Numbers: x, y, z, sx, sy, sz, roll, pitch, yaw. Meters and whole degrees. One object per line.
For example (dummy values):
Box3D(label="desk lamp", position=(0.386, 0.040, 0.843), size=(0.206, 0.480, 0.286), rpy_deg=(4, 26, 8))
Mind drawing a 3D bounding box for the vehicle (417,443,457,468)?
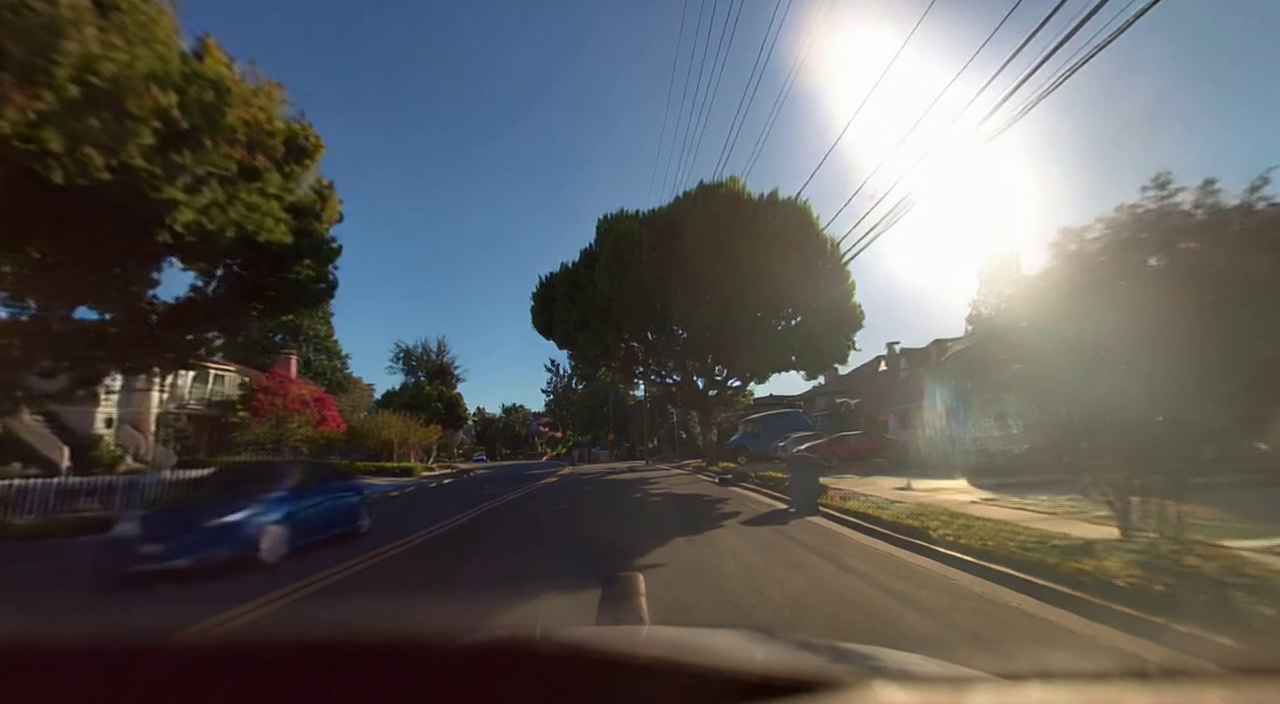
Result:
Box3D(label="vehicle", position=(-13.836, 7.027, 43.126), size=(2.390, 1.431, 4.253), rpy_deg=(2, -7, -17))

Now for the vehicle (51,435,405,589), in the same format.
Box3D(label="vehicle", position=(-4.910, 1.904, 8.499), size=(1.892, 1.501, 4.335), rpy_deg=(0, -8, -1))

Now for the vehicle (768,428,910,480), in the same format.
Box3D(label="vehicle", position=(7.087, 3.676, 22.866), size=(4.412, 1.565, 1.957), rpy_deg=(-3, -8, -1))

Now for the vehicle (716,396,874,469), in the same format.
Box3D(label="vehicle", position=(7.726, 4.109, 32.043), size=(7.115, 3.010, 2.378), rpy_deg=(-4, -9, -6))
